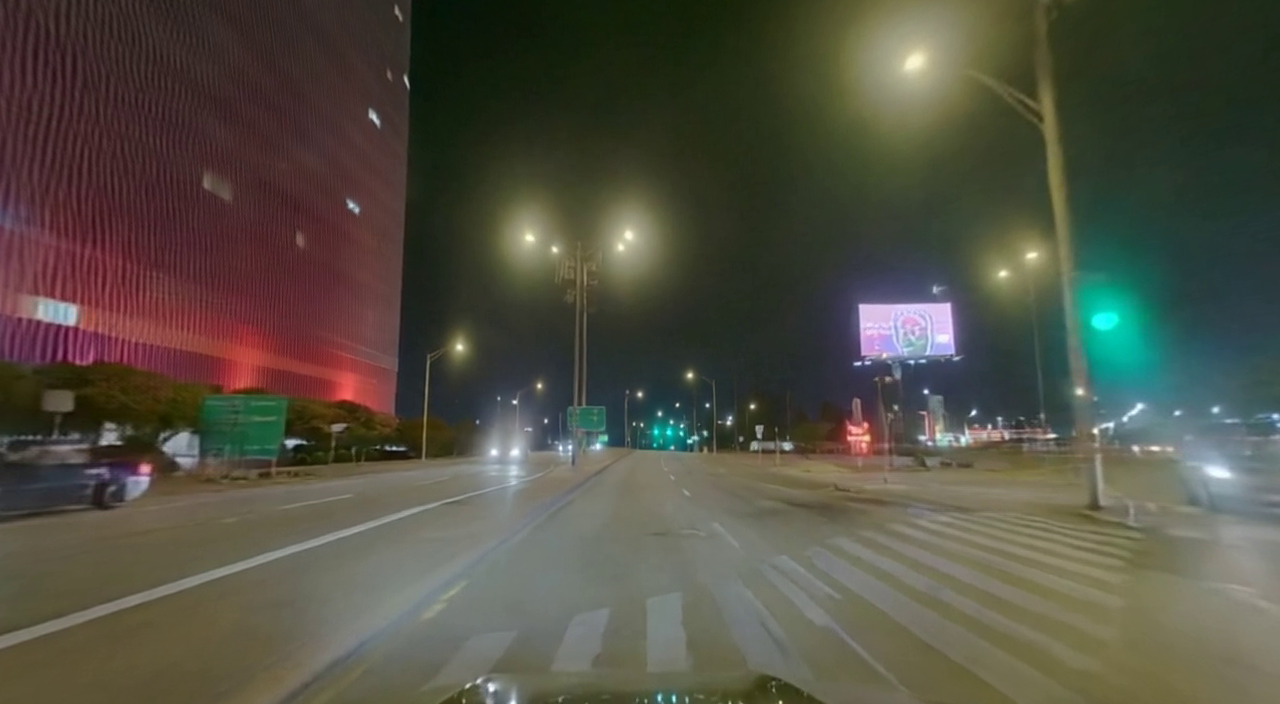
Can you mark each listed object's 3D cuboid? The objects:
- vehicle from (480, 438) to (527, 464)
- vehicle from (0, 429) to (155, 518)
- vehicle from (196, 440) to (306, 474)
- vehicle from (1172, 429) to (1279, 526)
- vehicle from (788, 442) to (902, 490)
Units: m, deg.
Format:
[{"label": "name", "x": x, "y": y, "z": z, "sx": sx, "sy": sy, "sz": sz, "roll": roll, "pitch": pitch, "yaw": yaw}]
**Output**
[{"label": "vehicle", "x": -8.619, "y": 6.274, "z": 40.247, "sx": 1.905, "sy": 1.533, "sz": 4.419, "roll": 0, "pitch": -8, "yaw": 1}, {"label": "vehicle", "x": -13.553, "y": 2.614, "z": 13.984, "sx": 1.979, "sy": 1.727, "sz": 4.489, "roll": 0, "pitch": -8, "yaw": 1}, {"label": "vehicle", "x": -18.255, "y": 4.913, "z": 29.941, "sx": 2.448, "sy": 1.407, "sz": 4.308, "roll": -1, "pitch": -7, "yaw": 0}, {"label": "vehicle", "x": 11.990, "y": 2.267, "z": 11.970, "sx": 2.023, "sy": 1.527, "sz": 5.016, "roll": -5, "pitch": -10, "yaw": 30}, {"label": "vehicle", "x": 6.902, "y": 3.878, "z": 21.887, "sx": 2.675, "sy": 1.452, "sz": 4.213, "roll": 0, "pitch": -8, "yaw": 3}]
